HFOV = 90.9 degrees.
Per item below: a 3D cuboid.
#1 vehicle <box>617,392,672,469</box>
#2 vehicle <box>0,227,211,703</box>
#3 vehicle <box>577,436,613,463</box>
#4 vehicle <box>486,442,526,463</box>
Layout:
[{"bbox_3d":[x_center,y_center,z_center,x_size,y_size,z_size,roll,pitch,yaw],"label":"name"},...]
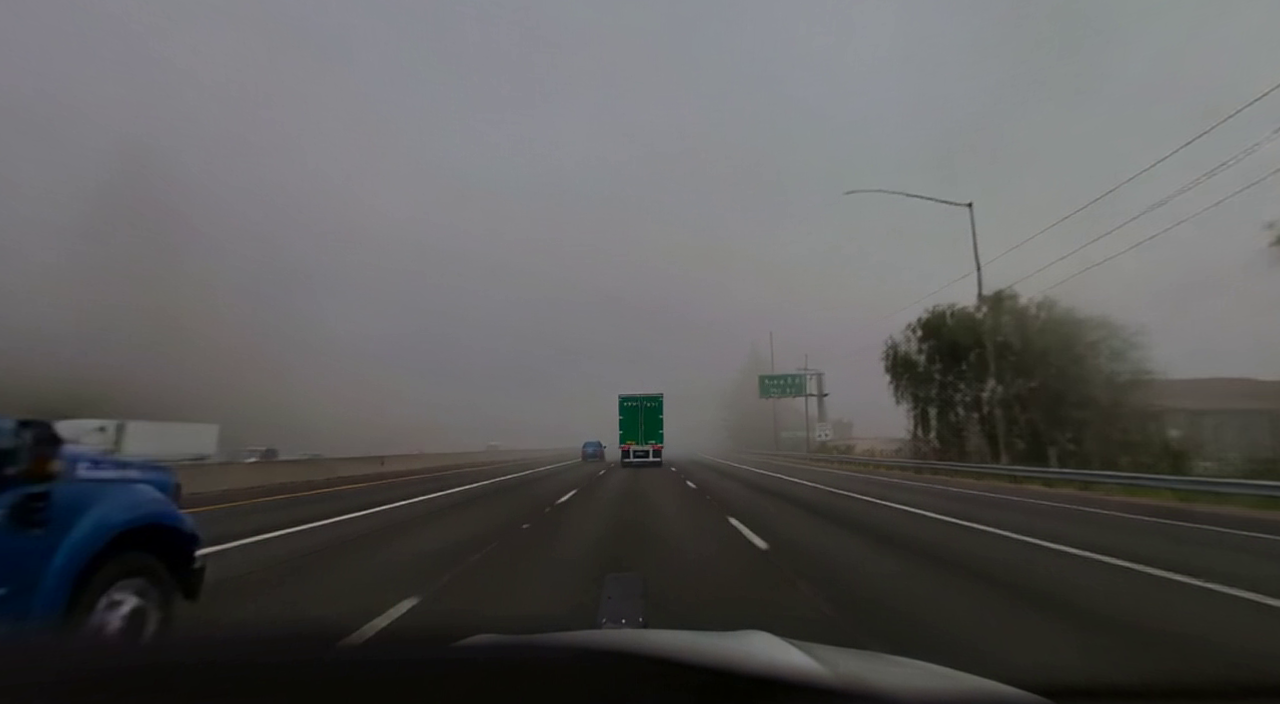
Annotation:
[{"bbox_3d":[0.306,5.103,40.023,2.879,4.085,13.125,0,-8,1],"label":"vehicle"},{"bbox_3d":[-3.766,0.298,0.100,2.749,2.141,6.515,0,-8,1],"label":"vehicle"},{"bbox_3d":[-3.317,7.270,47.268,2.293,1.923,5.141,0,-8,0],"label":"vehicle"},{"bbox_3d":[-10.473,7.873,49.593,2.012,1.509,4.789,0,-8,1],"label":"vehicle"}]
